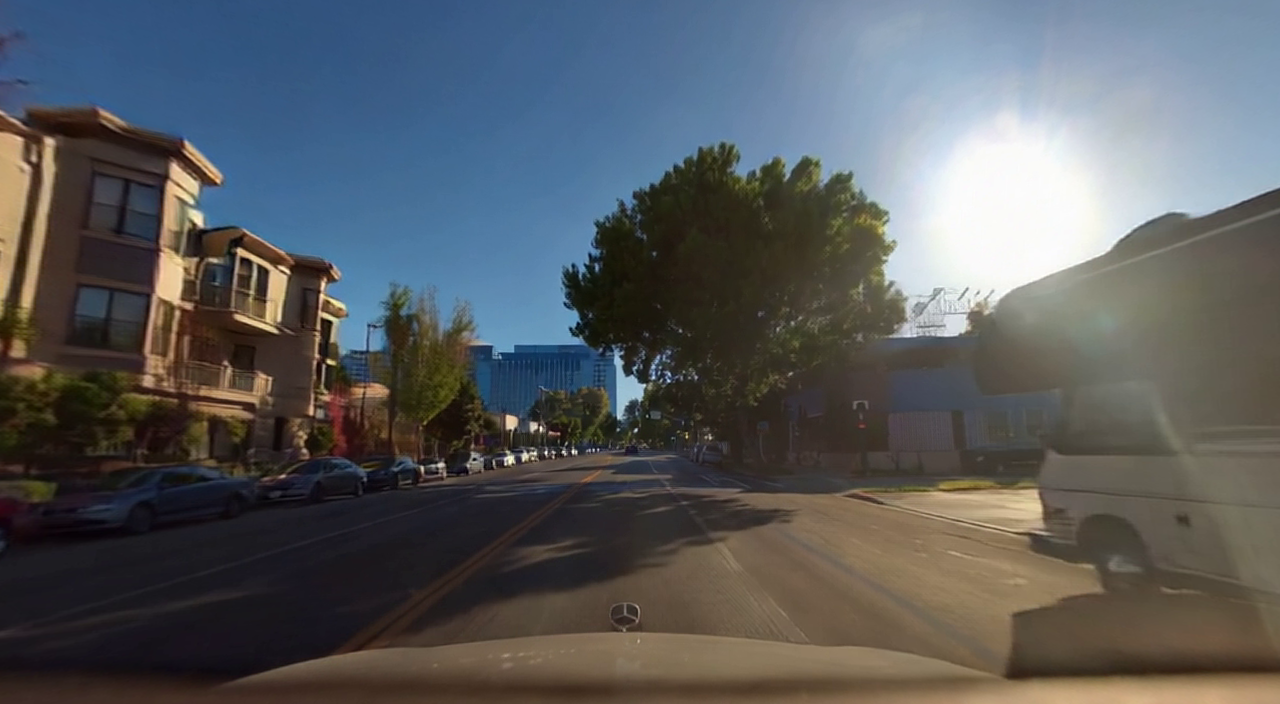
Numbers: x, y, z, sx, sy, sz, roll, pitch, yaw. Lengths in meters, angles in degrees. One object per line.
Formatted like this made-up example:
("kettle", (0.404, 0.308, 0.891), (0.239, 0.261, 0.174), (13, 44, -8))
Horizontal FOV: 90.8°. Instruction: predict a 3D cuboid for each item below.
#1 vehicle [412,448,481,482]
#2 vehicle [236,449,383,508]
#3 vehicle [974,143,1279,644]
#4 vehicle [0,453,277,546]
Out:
("vehicle", (-10.136, 5.933, 33.575), (1.995, 1.564, 5.321), (0, -8, 0))
("vehicle", (-10.024, 3.827, 19.703), (1.918, 1.535, 4.834), (-1, -8, 1))
("vehicle", (6.078, 0.106, 3.189), (3.102, 3.473, 9.734), (0, -8, -2))
("vehicle", (-10.021, 2.899, 13.189), (1.959, 1.451, 4.990), (0, -8, -1))
